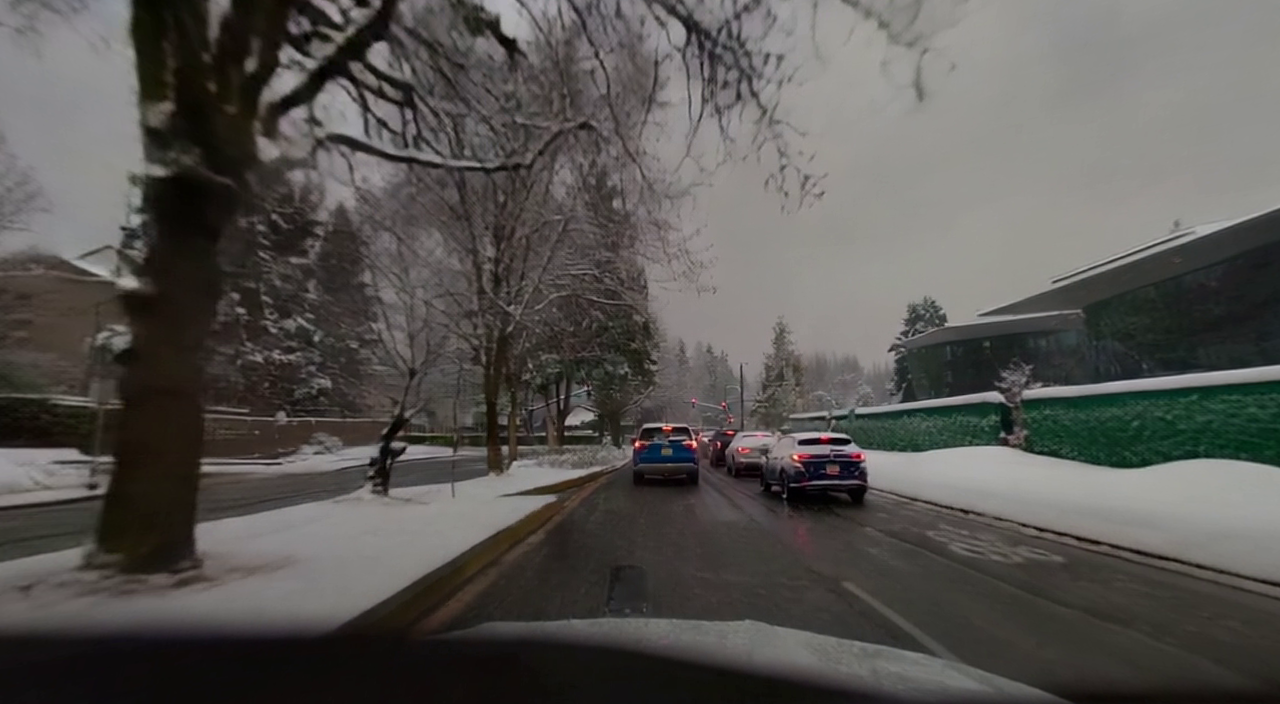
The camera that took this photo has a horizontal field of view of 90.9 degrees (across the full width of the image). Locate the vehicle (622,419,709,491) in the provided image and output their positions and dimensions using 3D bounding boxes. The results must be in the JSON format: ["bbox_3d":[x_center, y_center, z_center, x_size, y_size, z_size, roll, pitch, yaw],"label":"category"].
[{"bbox_3d":[0.770,3.141,19.451,2.386,1.947,4.168,-1,-9,2],"label":"vehicle"}]

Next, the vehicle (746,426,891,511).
[{"bbox_3d":[4.035,2.741,15.295,2.138,1.699,4.852,0,-9,1],"label":"vehicle"}]
